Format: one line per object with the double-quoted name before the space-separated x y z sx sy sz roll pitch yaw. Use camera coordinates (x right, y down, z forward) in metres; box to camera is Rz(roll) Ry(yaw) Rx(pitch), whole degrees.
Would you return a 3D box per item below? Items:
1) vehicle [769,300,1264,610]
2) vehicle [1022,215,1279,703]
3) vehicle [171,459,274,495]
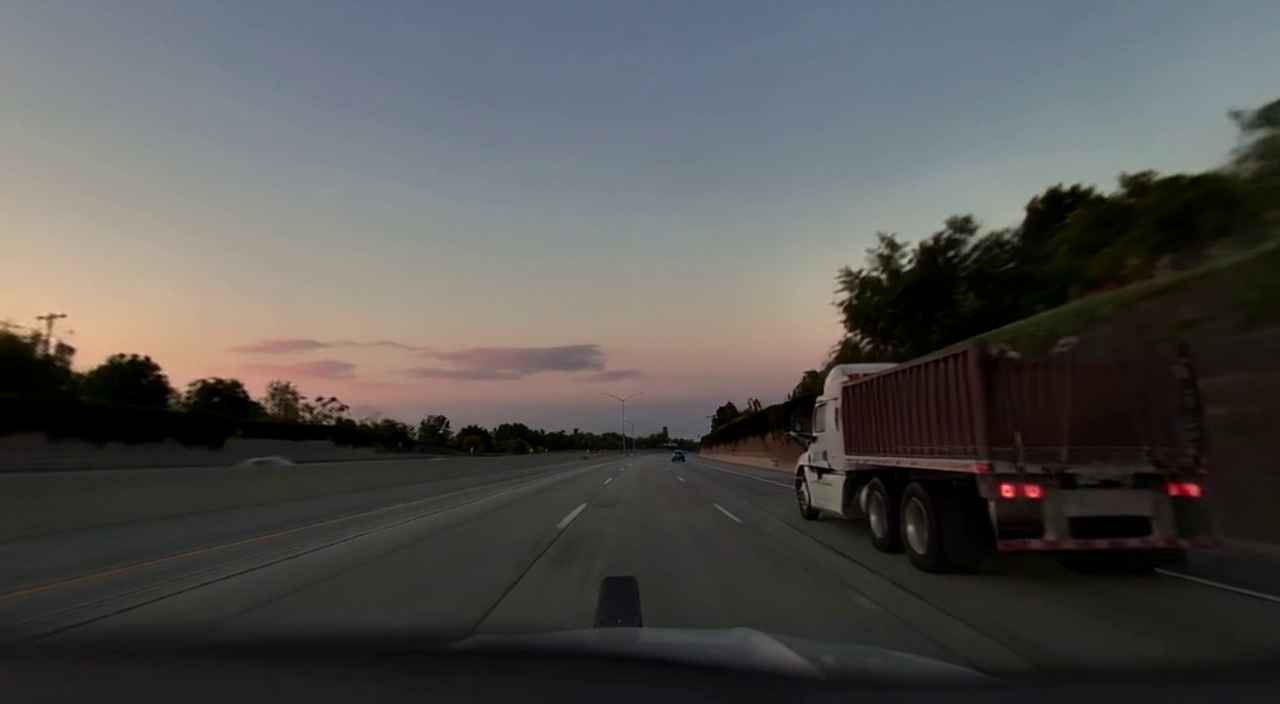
"vehicle" 4.039 1.431 9.263 2.436 2.701 7.451 0 -9 -2
"vehicle" 4.182 0.536 2.736 2.215 2.461 4.234 0 -9 -1
"vehicle" -19.626 5.859 29.801 1.872 1.509 4.346 -1 -9 0
